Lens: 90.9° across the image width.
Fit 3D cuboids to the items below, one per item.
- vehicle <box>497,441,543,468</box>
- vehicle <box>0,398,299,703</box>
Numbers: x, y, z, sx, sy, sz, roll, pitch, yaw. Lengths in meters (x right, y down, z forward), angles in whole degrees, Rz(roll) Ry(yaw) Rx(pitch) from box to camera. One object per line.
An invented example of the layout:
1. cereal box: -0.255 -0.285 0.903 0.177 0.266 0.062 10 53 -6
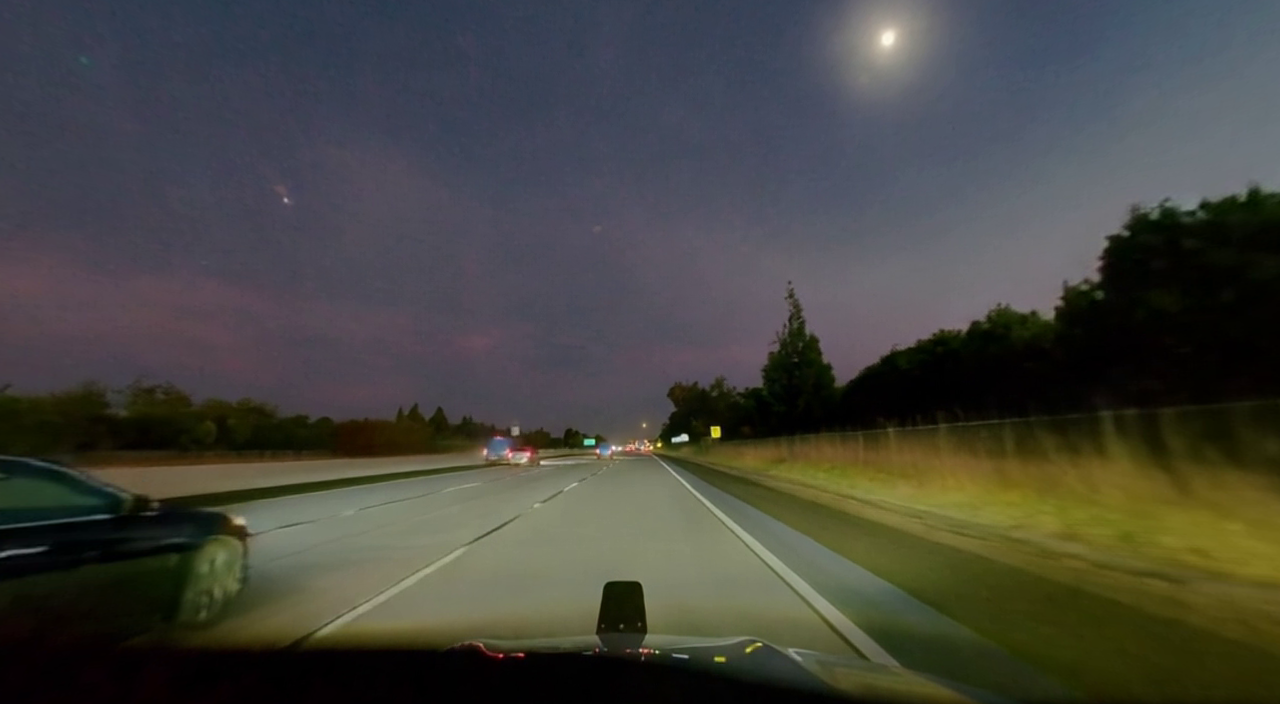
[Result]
1. vehicle: -7.423 6.389 39.449 2.014 1.598 4.015 0 -8 1
2. vehicle: -3.511 0.876 1.948 2.081 1.514 4.943 0 -8 1
